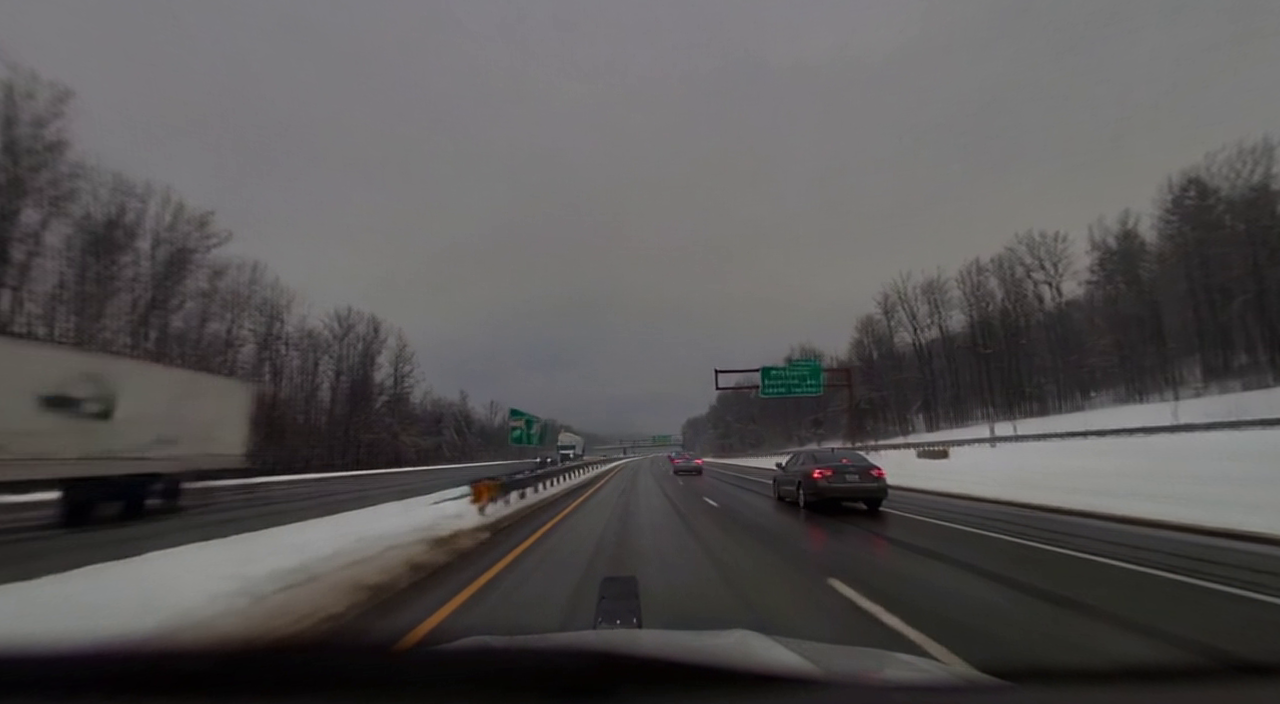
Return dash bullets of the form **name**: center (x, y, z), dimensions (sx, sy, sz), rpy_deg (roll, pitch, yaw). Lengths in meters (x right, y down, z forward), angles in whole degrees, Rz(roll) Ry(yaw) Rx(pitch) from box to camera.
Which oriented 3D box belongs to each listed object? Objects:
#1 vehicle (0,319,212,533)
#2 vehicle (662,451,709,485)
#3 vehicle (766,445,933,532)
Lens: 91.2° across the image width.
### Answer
- **vehicle**: center (-13.669, 1.218, 10.625), dimensions (2.907, 4.035, 14.018), rpy_deg (0, -9, 0)
- **vehicle**: center (2.221, 5.823, 31.765), dimensions (2.070, 1.546, 4.648), rpy_deg (0, -9, 1)
- **vehicle**: center (4.256, 2.821, 13.568), dimensions (2.119, 1.557, 4.163), rpy_deg (0, -9, -1)
